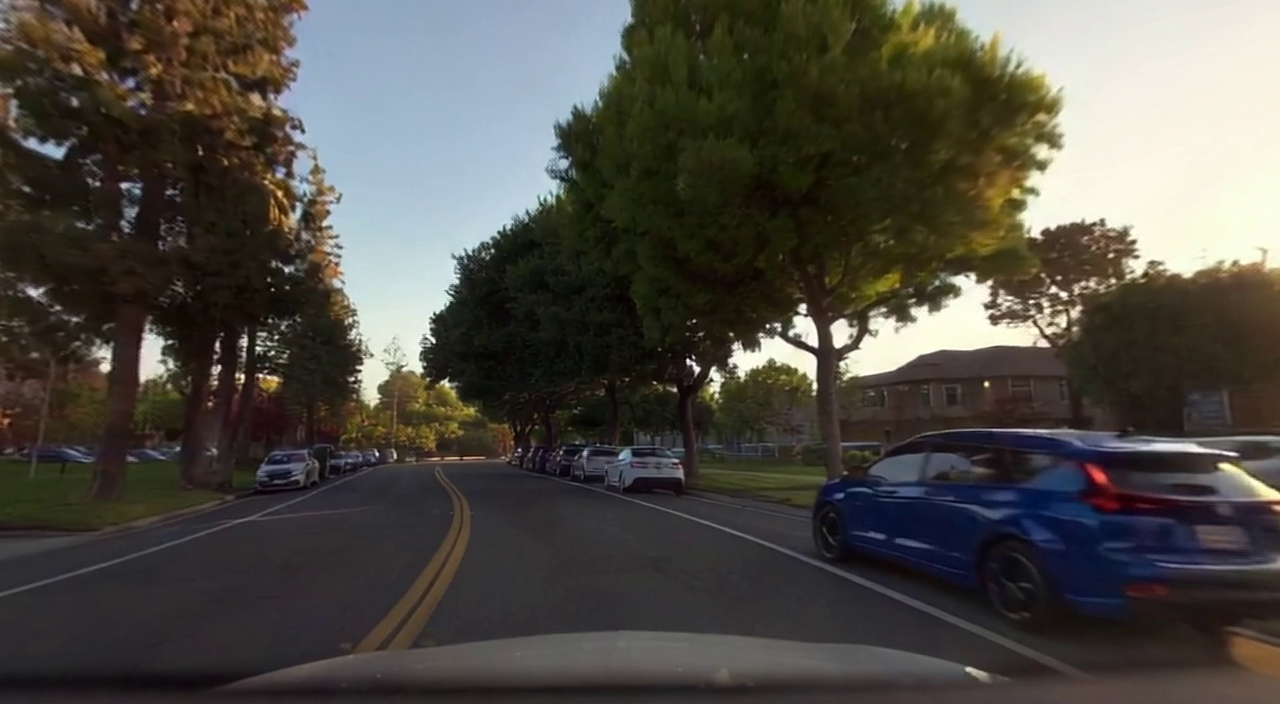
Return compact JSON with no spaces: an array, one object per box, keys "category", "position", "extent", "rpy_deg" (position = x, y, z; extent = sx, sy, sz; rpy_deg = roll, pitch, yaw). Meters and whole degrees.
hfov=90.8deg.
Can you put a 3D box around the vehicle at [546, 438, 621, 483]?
[{"category":"vehicle","position":[-2.496,4.535,26.734],"extent":[2.055,1.731,4.686],"rpy_deg":[3,-9,-20]}]

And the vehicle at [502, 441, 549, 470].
[{"category":"vehicle","position":[-7.642,6.807,41.803],"extent":[2.137,1.814,5.303],"rpy_deg":[3,-9,-20]}]

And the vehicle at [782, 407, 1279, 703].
[{"category":"vehicle","position":[3.534,1.518,6.304],"extent":[2.042,1.817,5.202],"rpy_deg":[1,-6,-13]}]

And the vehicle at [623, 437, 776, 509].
[{"category":"vehicle","position":[1.290,2.975,16.040],"extent":[2.053,1.519,4.611],"rpy_deg":[3,-9,-20]}]

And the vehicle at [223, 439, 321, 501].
[{"category":"vehicle","position":[-13.336,4.230,23.260],"extent":[2.154,1.870,5.118],"rpy_deg":[0,-8,-20]}]
